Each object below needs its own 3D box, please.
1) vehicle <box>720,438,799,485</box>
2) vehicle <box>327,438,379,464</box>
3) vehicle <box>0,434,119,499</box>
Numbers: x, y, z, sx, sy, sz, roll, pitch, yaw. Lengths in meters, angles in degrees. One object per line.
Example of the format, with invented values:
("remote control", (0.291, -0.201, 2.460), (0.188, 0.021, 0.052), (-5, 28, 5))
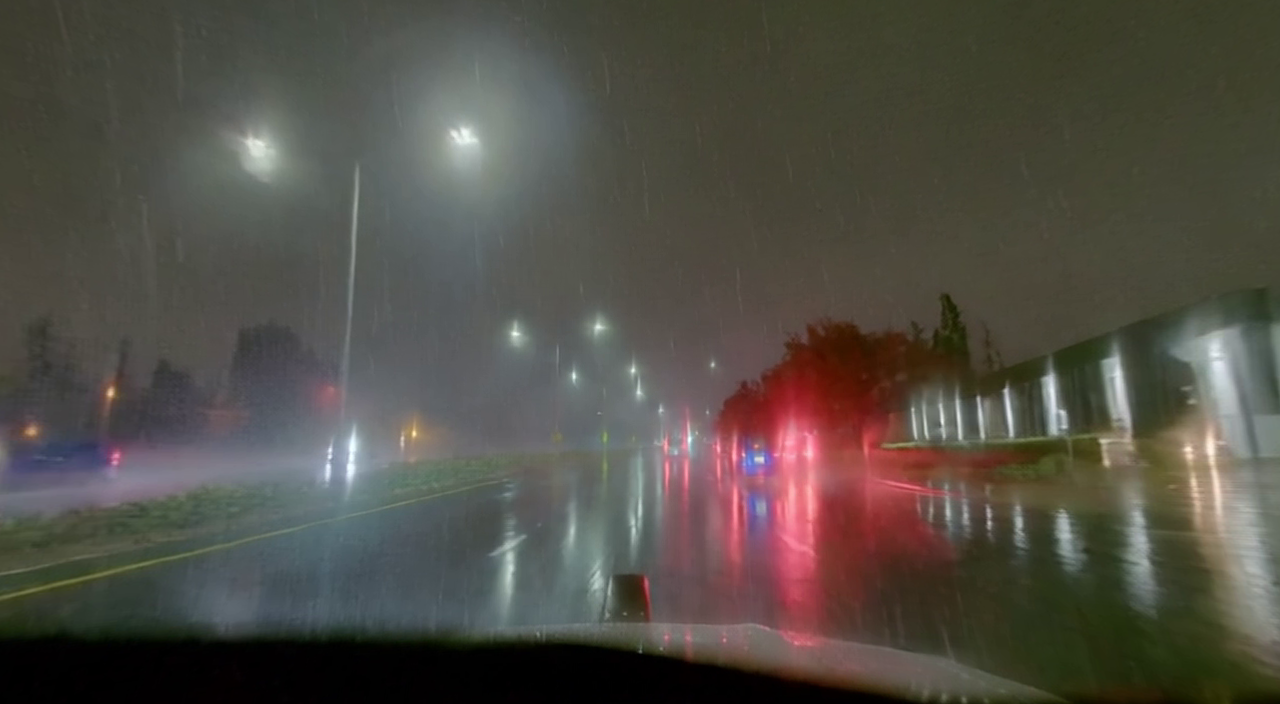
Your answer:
("vehicle", (4.150, 3.863, 22.671), (1.981, 1.499, 4.536), (0, -8, 0))
("vehicle", (-19.465, 6.724, 42.909), (2.140, 1.626, 4.526), (1, -8, -10))
("vehicle", (-15.919, 2.805, 15.525), (2.055, 1.495, 4.772), (0, -8, 1))
